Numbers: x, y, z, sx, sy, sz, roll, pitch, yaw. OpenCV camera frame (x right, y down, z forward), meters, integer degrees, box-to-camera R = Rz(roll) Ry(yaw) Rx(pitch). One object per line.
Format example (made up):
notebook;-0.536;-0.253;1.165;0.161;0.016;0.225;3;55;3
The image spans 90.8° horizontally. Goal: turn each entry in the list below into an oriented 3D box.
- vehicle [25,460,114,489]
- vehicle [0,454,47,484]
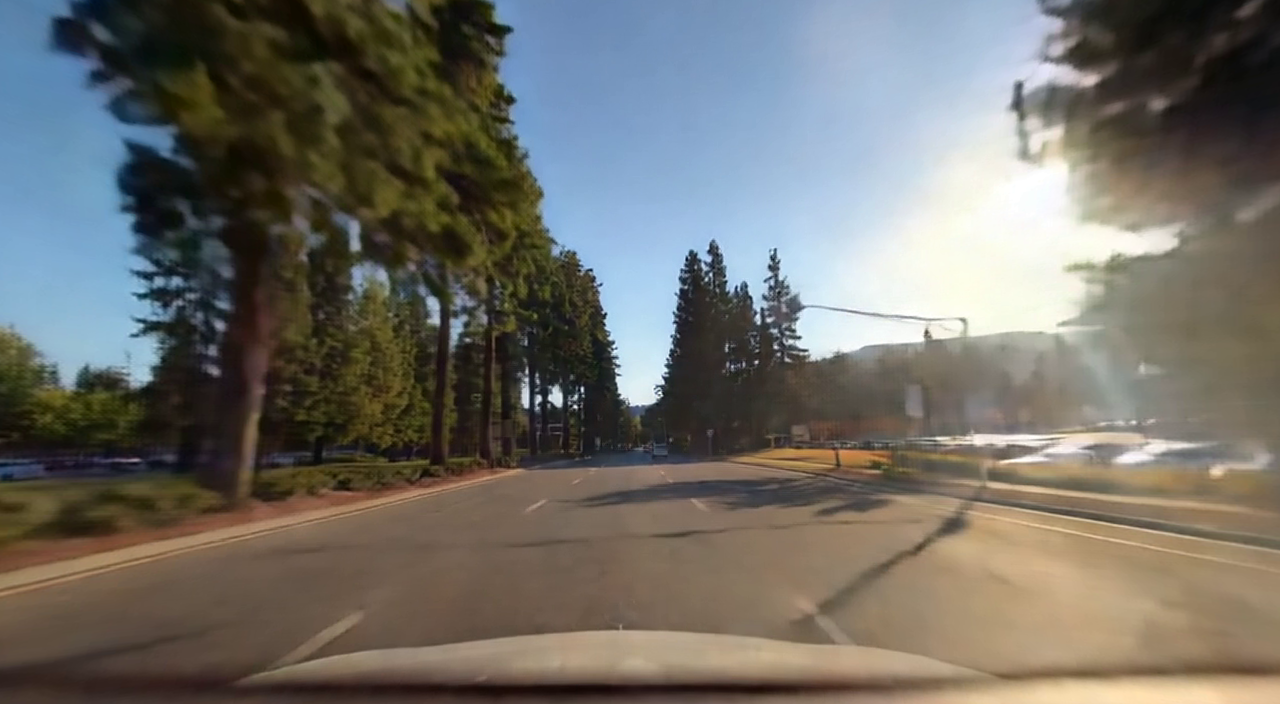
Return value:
vehicle;-35.414;7.607;39.265;4.028;1.534;1.716;-3;-9;3
vehicle;-46.788;8.592;46.459;1.771;2.027;4.572;0;-8;1
